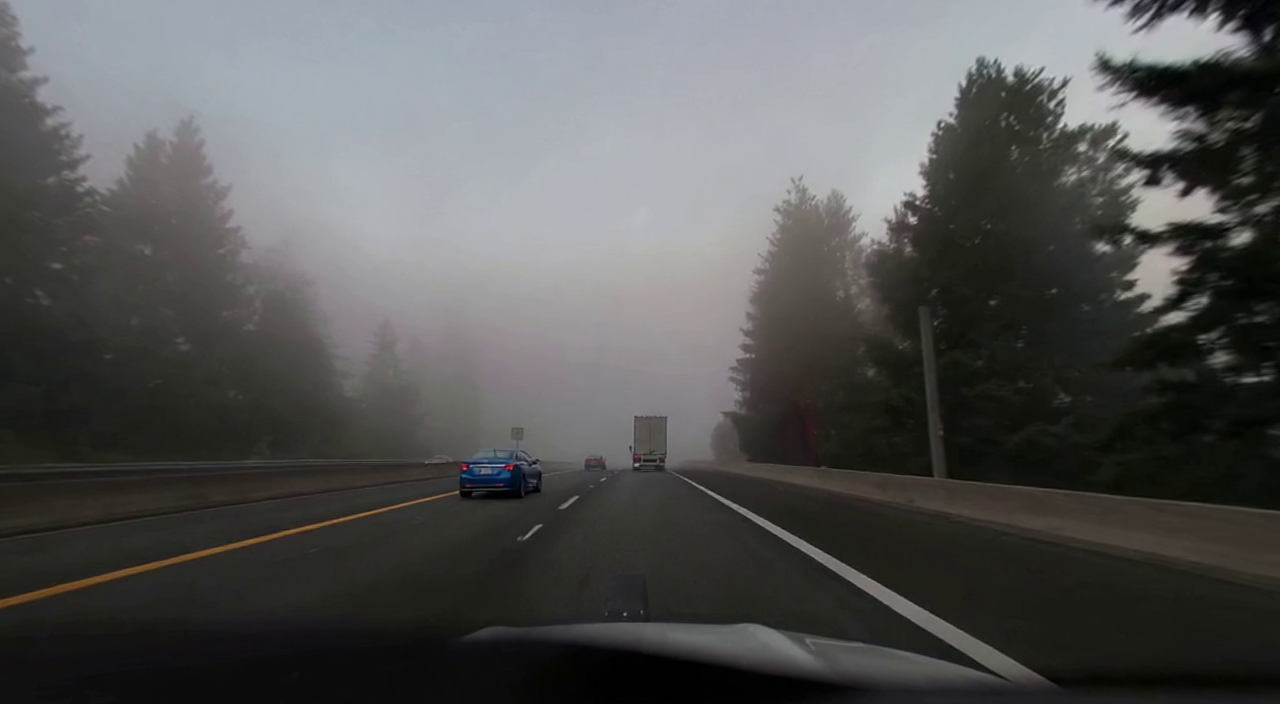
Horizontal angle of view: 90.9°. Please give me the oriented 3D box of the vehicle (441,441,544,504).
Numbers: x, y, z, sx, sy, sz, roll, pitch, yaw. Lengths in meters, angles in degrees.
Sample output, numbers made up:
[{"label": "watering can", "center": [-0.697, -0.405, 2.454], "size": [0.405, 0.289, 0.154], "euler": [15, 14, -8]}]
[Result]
[{"label": "vehicle", "center": [-4.132, 3.433, 18.353], "size": [1.977, 1.602, 3.944], "euler": [0, -9, 1]}]

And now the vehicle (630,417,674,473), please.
[{"label": "vehicle", "center": [0.789, 6.802, 45.763], "size": [2.893, 3.628, 9.081], "euler": [0, -9, 0]}]
